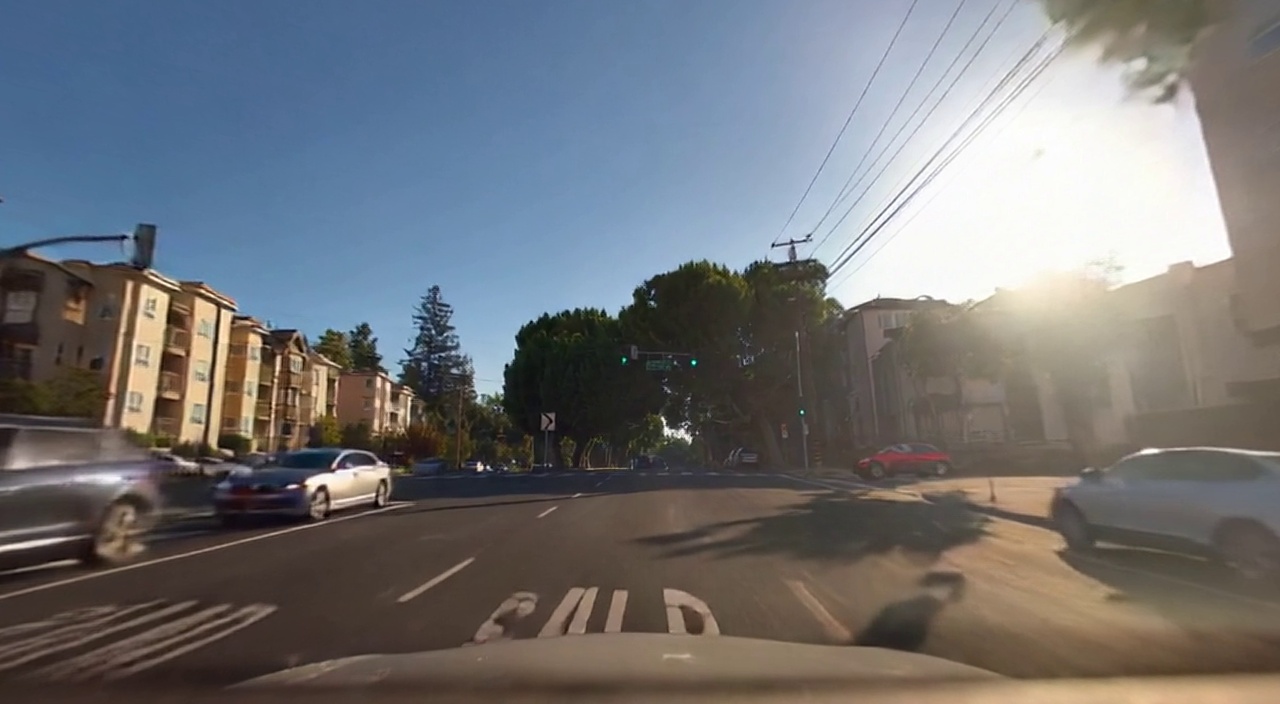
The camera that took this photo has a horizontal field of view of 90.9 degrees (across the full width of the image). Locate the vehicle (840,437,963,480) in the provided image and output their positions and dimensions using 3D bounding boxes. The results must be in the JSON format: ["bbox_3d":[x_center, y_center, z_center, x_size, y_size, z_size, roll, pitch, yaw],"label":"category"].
[{"bbox_3d":[10.549,4.324,25.714,4.171,1.654,1.919,-1,-8,5],"label":"vehicle"}]

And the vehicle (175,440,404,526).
[{"bbox_3d":[-6.971,2.619,13.336,1.953,1.471,4.744,0,-8,3],"label":"vehicle"}]

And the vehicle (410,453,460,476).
[{"bbox_3d":[-15.158,8.315,46.810,1.951,1.595,4.548,-1,-8,4],"label":"vehicle"}]

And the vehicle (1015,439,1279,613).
[{"bbox_3d":[6.511,1.781,7.343,1.838,1.496,4.064,0,-8,1],"label":"vehicle"}]

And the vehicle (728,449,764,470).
[{"bbox_3d":[7.990,8.143,47.824,1.875,1.481,4.434,0,-8,-1],"label":"vehicle"}]

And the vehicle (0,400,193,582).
[{"bbox_3d":[-7.412,1.400,6.372,2.074,1.794,4.832,0,-8,3],"label":"vehicle"}]
